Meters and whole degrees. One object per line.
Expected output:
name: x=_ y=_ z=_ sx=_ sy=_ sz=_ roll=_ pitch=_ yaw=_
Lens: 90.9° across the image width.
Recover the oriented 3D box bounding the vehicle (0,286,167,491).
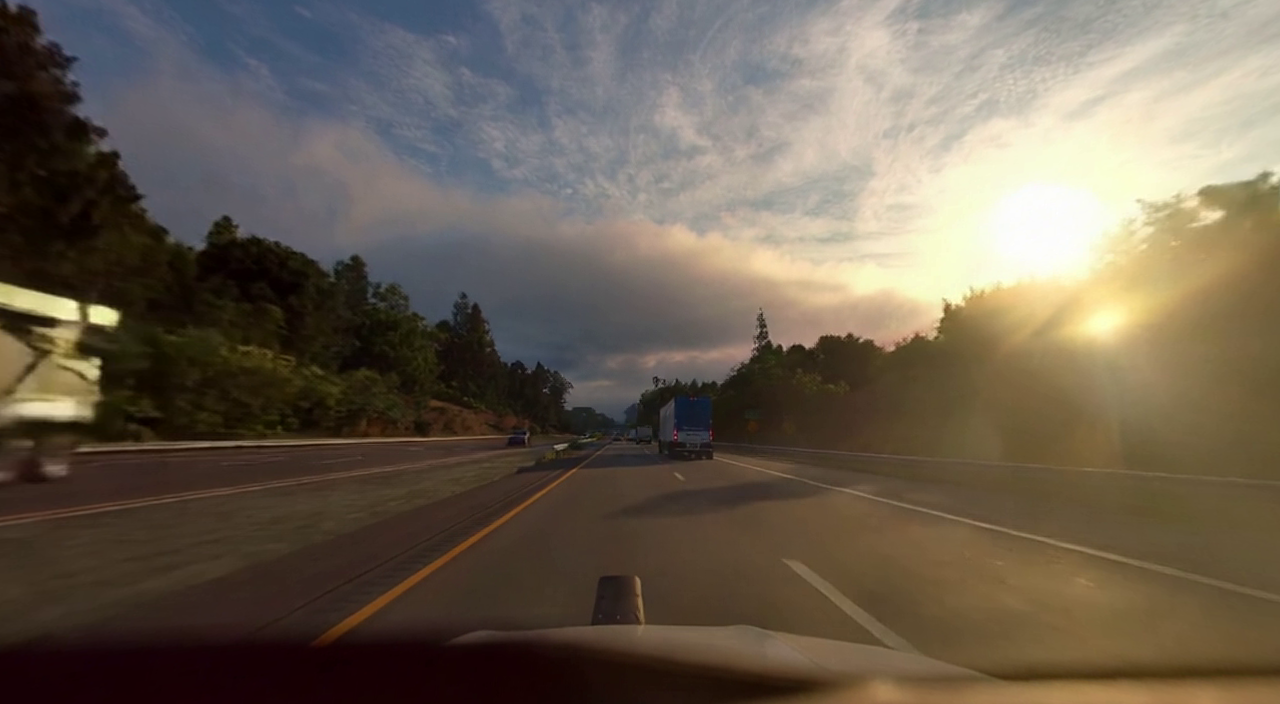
vehicle: x=-13.205 y=0.537 z=10.610 sx=2.816 sy=3.740 sz=9.966 roll=0 pitch=-8 yaw=-1

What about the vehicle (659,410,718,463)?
vehicle: x=2.493 y=4.602 z=34.318 sx=2.570 sy=2.596 sz=6.082 roll=0 pitch=-8 yaw=-2
